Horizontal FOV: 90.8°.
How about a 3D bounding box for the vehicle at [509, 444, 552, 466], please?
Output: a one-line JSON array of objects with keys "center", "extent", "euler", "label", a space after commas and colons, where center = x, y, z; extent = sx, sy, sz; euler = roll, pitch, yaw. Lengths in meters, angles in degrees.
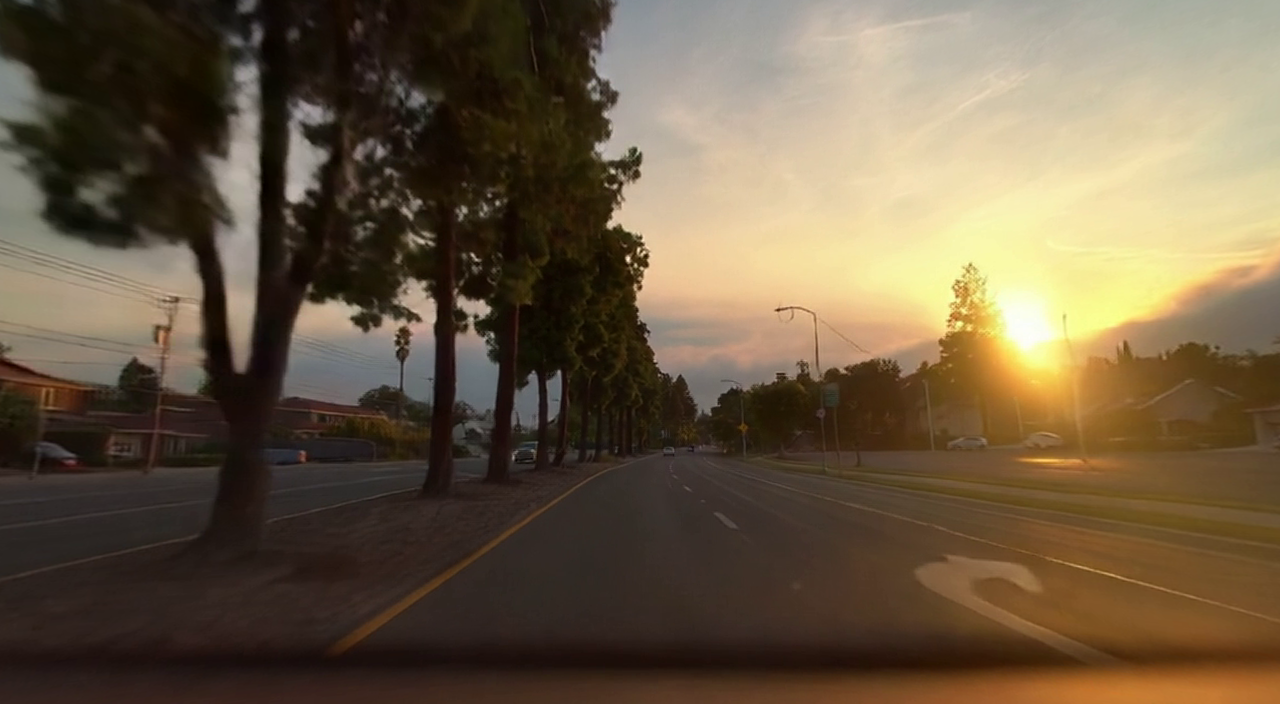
[{"center": [-8.478, 8.007, 49.294], "extent": [2.181, 1.635, 4.542], "euler": [-1, -8, 5], "label": "vehicle"}]
